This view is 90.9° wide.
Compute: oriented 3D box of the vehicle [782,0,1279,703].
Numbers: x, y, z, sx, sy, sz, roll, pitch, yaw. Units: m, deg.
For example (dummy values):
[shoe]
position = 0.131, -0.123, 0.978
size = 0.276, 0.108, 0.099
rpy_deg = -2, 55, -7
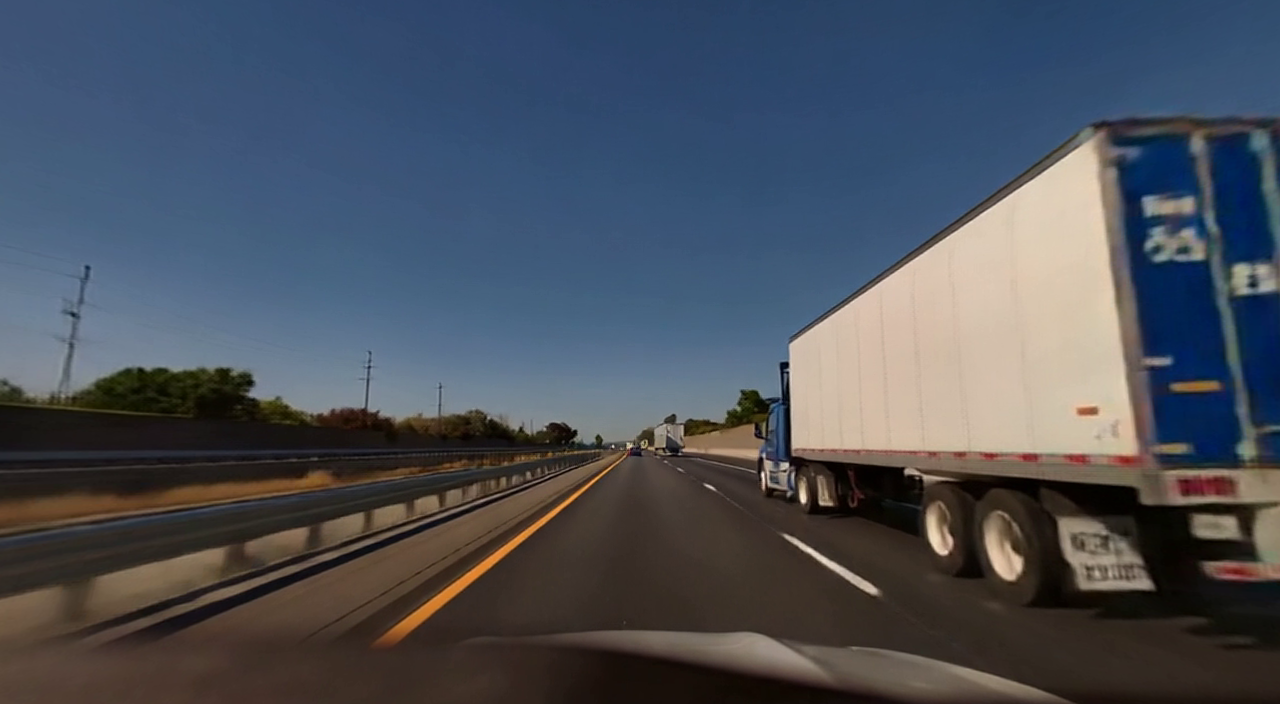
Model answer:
[vehicle]
position = 4.556, 0.672, 8.199
size = 3.107, 3.718, 10.231
rpy_deg = 0, -9, 0
